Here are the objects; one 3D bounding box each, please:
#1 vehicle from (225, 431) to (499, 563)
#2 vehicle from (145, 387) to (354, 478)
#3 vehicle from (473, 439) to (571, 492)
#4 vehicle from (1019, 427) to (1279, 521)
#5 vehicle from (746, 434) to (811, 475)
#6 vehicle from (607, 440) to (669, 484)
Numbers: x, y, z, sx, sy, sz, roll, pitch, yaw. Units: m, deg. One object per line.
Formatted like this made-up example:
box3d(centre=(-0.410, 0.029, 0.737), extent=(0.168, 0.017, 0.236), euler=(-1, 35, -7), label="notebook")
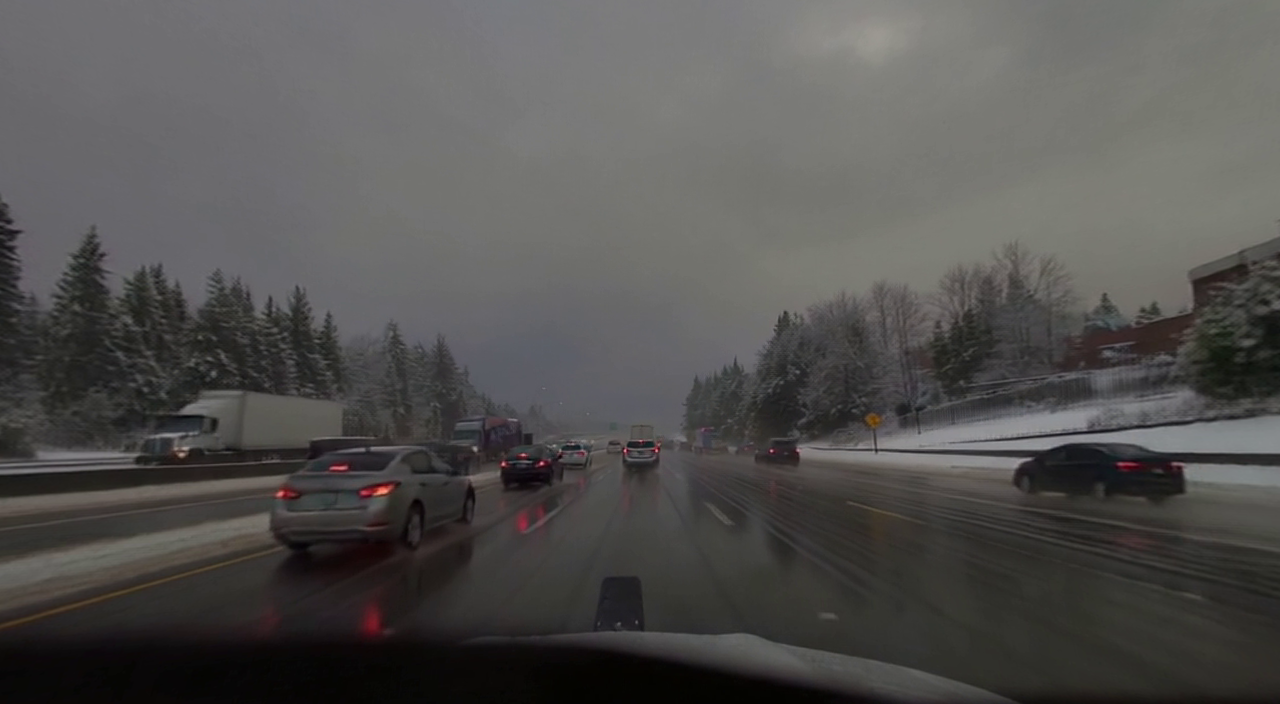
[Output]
box3d(centre=(-3.569, 1.941, 9.146), extent=(2.025, 1.449, 4.190), euler=(0, -9, 1), label="vehicle")
box3d(centre=(-18.813, 4.208, 31.866), extent=(2.989, 3.764, 11.425), euler=(0, -9, 1), label="vehicle")
box3d(centre=(-3.540, 3.534, 19.907), extent=(2.098, 1.463, 4.578), euler=(0, -9, 2), label="vehicle")
box3d(centre=(10.189, 2.449, 13.077), extent=(2.066, 1.629, 3.945), euler=(0, -9, -1), label="vehicle")
box3d(centre=(6.451, 4.832, 29.809), extent=(1.992, 1.745, 4.329), euler=(0, -9, -1), label="vehicle")
box3d(centre=(-0.078, 3.984, 23.127), extent=(2.053, 1.461, 3.941), euler=(0, -9, 0), label="vehicle")
